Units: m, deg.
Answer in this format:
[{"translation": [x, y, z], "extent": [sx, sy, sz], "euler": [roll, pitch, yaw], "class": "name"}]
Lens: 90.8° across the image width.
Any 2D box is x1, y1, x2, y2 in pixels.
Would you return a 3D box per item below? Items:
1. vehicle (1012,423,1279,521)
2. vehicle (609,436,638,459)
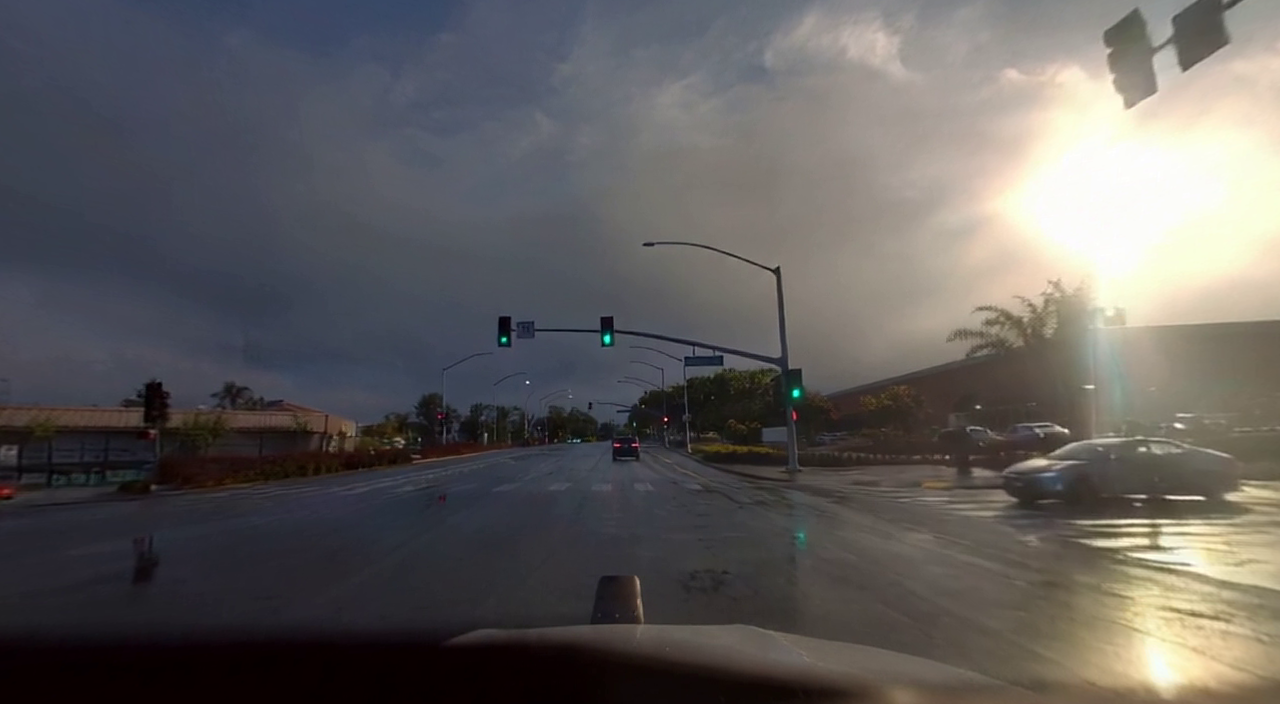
[{"translation": [9.490, 2.037, 10.982], "extent": [4.794, 1.511, 1.992], "euler": [0, -9, -3], "class": "vehicle"}, {"translation": [-1.223, 7.140, 47.392], "extent": [2.024, 1.628, 4.774], "euler": [0, -9, -1], "class": "vehicle"}]
